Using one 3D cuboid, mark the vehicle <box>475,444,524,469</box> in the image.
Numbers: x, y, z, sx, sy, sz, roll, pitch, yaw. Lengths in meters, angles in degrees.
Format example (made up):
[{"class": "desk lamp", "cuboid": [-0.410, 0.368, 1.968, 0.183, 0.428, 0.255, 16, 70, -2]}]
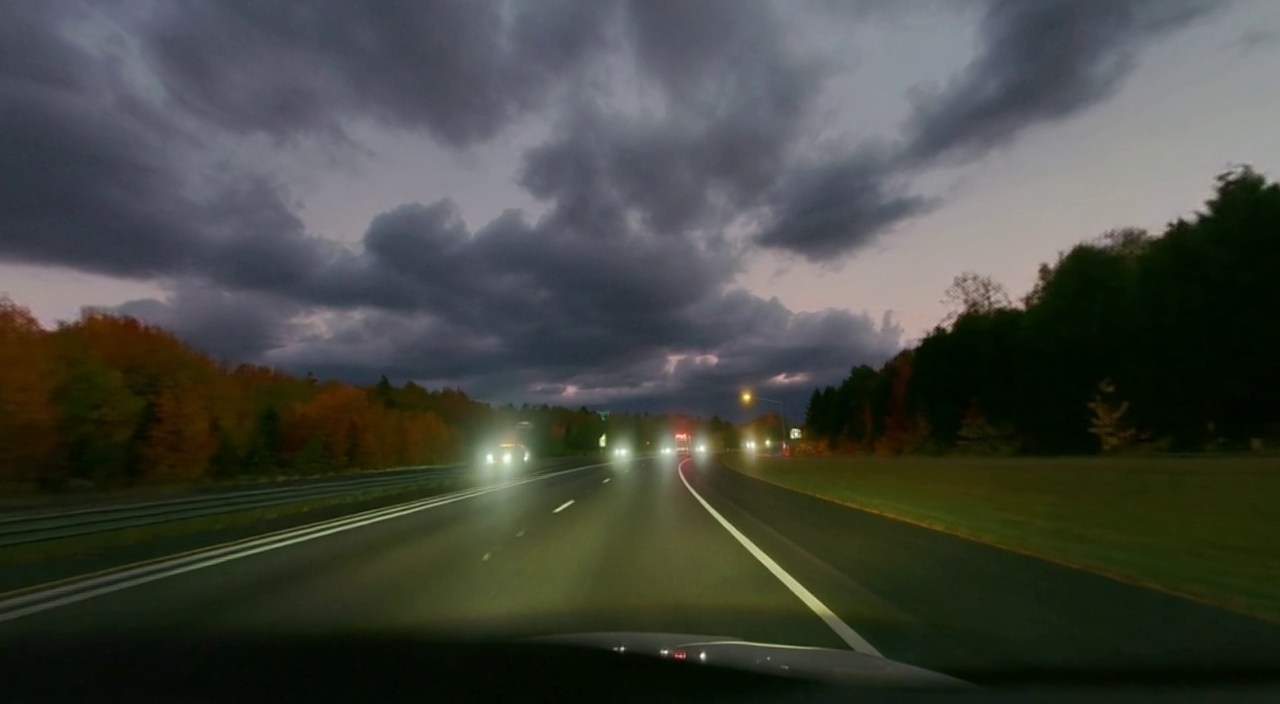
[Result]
[{"class": "vehicle", "cuboid": [-10.746, 8.056, 48.426, 2.145, 1.788, 5.253, -1, -9, 6]}]
